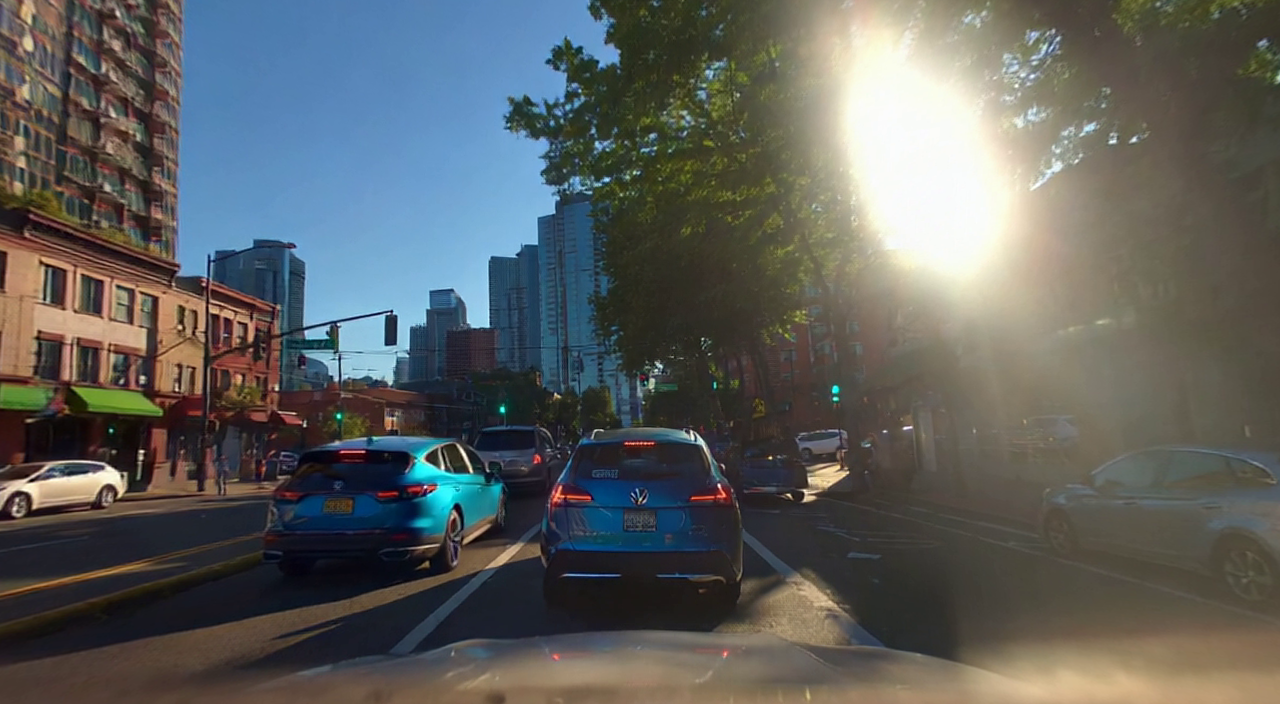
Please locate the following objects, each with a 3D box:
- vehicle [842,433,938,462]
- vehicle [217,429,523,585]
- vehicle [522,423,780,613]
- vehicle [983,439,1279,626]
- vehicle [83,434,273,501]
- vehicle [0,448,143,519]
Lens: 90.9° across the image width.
[{"bbox_3d":[16.361,6.276,41.510,5.345,1.811,2.175,0,-9,-1],"label":"vehicle"},{"bbox_3d":[-3.000,1.815,8.216,2.131,1.486,4.089,0,-9,1],"label":"vehicle"},{"bbox_3d":[0.084,1.584,6.828,2.022,1.481,3.564,0,-9,0],"label":"vehicle"},{"bbox_3d":[5.967,1.703,6.878,1.873,1.453,4.579,0,-9,0],"label":"vehicle"},{"bbox_3d":[-16.160,4.059,22.665,2.195,2.053,5.980,0,-9,1],"label":"vehicle"},{"bbox_3d":[-16.236,3.445,17.010,1.914,1.690,4.461,0,-9,1],"label":"vehicle"}]
